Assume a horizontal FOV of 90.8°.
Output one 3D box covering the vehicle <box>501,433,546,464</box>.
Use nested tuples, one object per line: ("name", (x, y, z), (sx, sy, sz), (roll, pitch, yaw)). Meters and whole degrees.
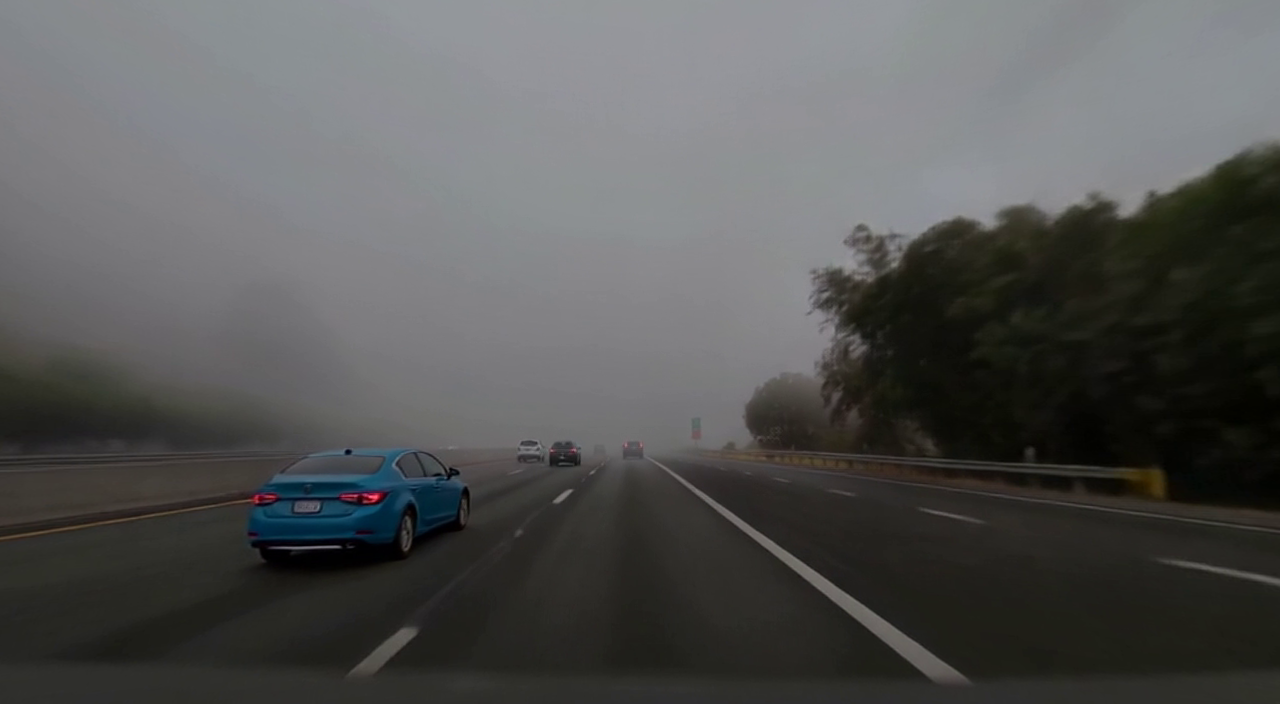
("vehicle", (-7.911, 6.625, 43.337), (2.171, 1.982, 5.246), (0, -8, -1))

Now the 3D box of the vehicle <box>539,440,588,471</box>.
("vehicle", (-3.942, 5.391, 33.229), (2.068, 1.501, 4.395), (0, -8, -1))

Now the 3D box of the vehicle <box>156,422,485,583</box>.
("vehicle", (-3.581, 1.754, 8.266), (2.025, 1.506, 4.429), (0, -8, -1))
